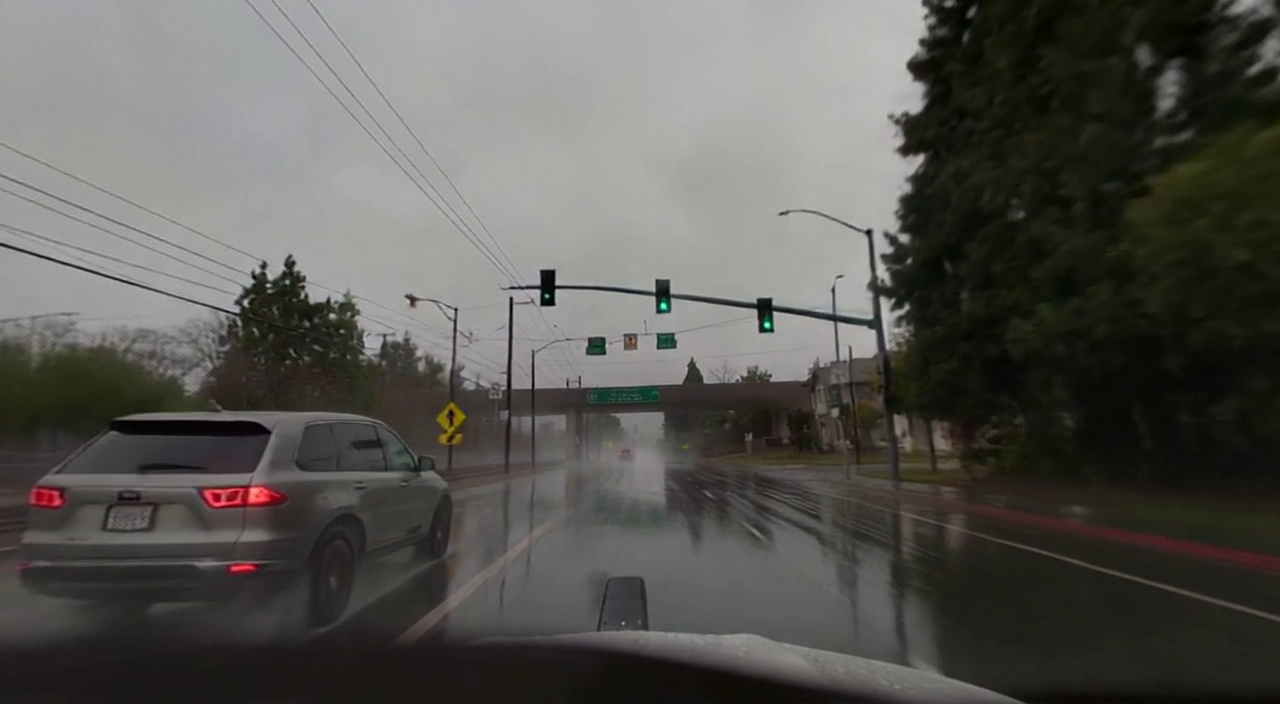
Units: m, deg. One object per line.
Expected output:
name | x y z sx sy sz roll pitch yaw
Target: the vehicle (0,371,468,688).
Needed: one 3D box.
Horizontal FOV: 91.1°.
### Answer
vehicle | -3.112 1.275 5.624 1.882 1.704 4.335 0 -9 0
